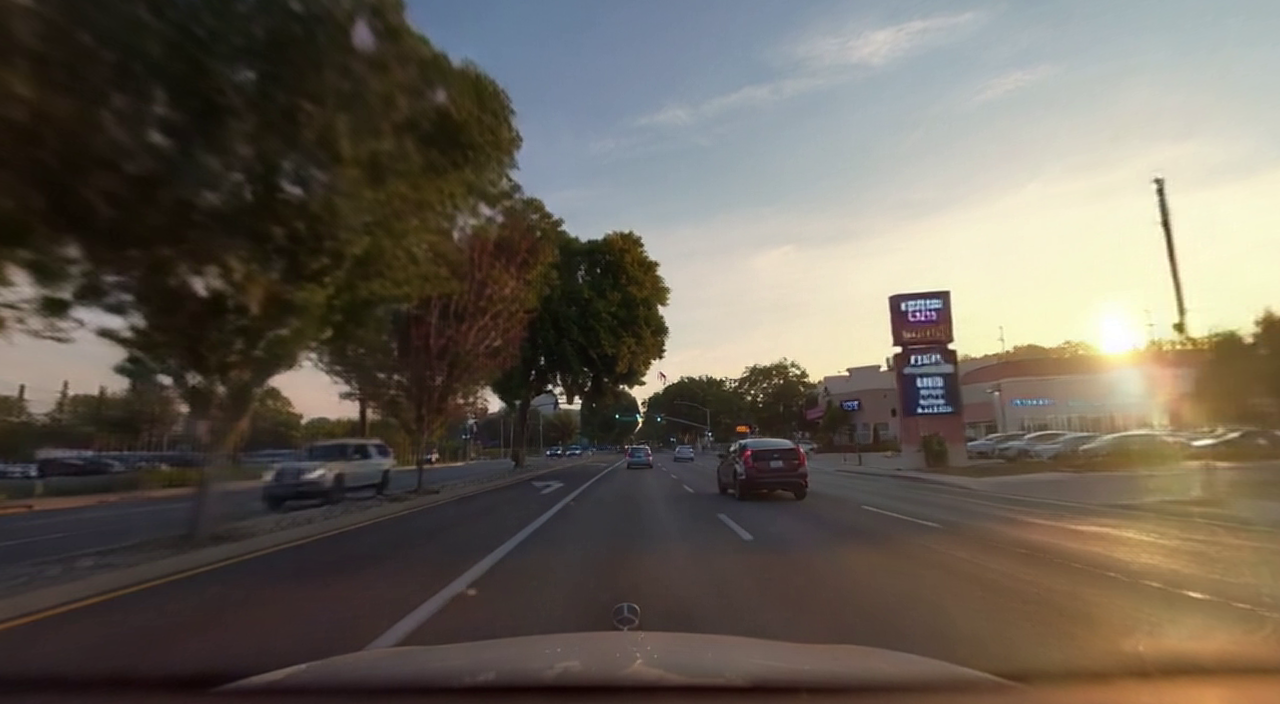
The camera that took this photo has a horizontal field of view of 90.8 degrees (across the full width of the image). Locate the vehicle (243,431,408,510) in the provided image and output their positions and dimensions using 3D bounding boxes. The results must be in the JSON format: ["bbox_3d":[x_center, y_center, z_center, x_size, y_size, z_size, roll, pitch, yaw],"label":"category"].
[{"bbox_3d":[-8.467,3.202,17.637,2.142,1.872,4.689,0,-8,0],"label":"vehicle"}]

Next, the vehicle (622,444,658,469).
[{"bbox_3d":[-0.014,6.618,40.192,2.135,1.468,4.076,0,-8,0],"label":"vehicle"}]

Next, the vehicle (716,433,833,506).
[{"bbox_3d":[3.348,3.010,16.684,2.022,1.643,4.326,0,-8,-1],"label":"vehicle"}]

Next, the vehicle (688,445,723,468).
[{"bbox_3d":[4.335,6.976,42.474,1.889,1.473,4.303,0,-8,0],"label":"vehicle"}]
